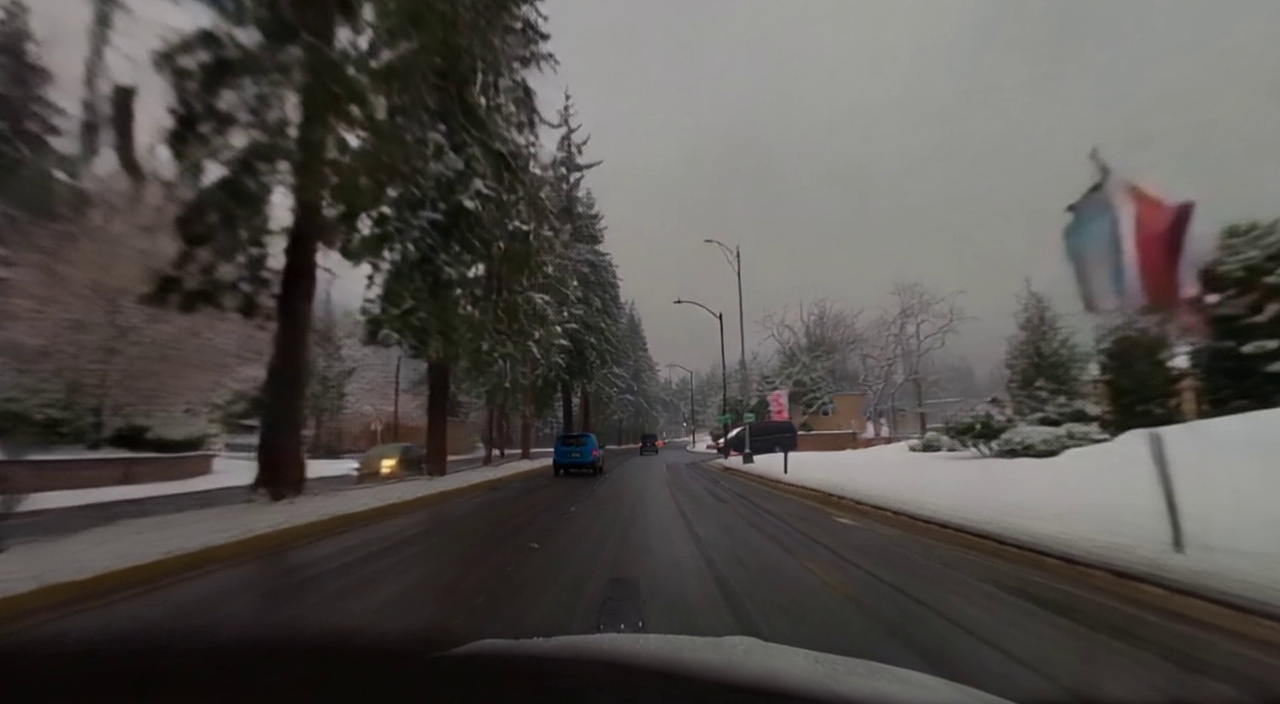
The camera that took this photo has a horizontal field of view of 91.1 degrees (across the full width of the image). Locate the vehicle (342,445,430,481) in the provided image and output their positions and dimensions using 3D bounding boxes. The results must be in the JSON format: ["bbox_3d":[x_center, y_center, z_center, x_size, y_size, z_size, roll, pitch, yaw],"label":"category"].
[{"bbox_3d":[-11.459,5.017,28.699,1.951,1.490,4.581,0,-8,2],"label":"vehicle"}]

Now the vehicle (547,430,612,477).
[{"bbox_3d":[-2.544,4.448,27.781,2.281,1.837,4.845,0,-8,2],"label":"vehicle"}]
